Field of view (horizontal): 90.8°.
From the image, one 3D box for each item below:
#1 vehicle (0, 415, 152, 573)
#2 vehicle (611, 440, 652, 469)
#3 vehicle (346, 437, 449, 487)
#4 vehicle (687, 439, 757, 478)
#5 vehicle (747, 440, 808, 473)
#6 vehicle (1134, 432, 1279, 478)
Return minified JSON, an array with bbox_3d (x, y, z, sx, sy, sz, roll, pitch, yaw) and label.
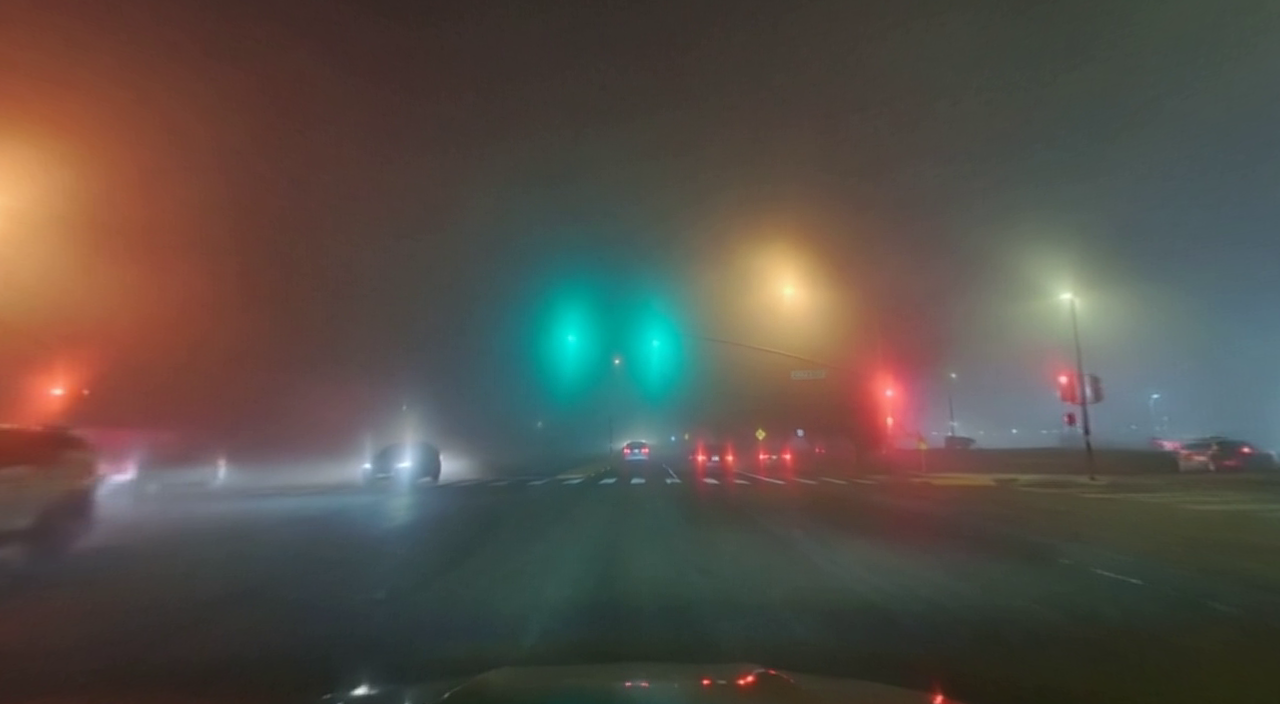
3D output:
[{"bbox_3d":[-8.538,1.567,6.858,2.590,1.769,4.827,0,-8,0],"label":"vehicle"},{"bbox_3d":[-0.462,5.655,34.923,2.143,1.480,4.006,0,-8,-1],"label":"vehicle"},{"bbox_3d":[-9.097,4.148,24.161,2.160,1.689,4.451,0,-8,0],"label":"vehicle"},{"bbox_3d":[3.358,4.472,26.892,2.226,1.490,4.593,0,-8,-2],"label":"vehicle"},{"bbox_3d":[6.722,5.144,31.330,1.861,1.473,4.393,0,-8,-2],"label":"vehicle"},{"bbox_3d":[27.177,4.845,29.882,2.686,1.901,6.293,-2,-9,3],"label":"vehicle"}]
